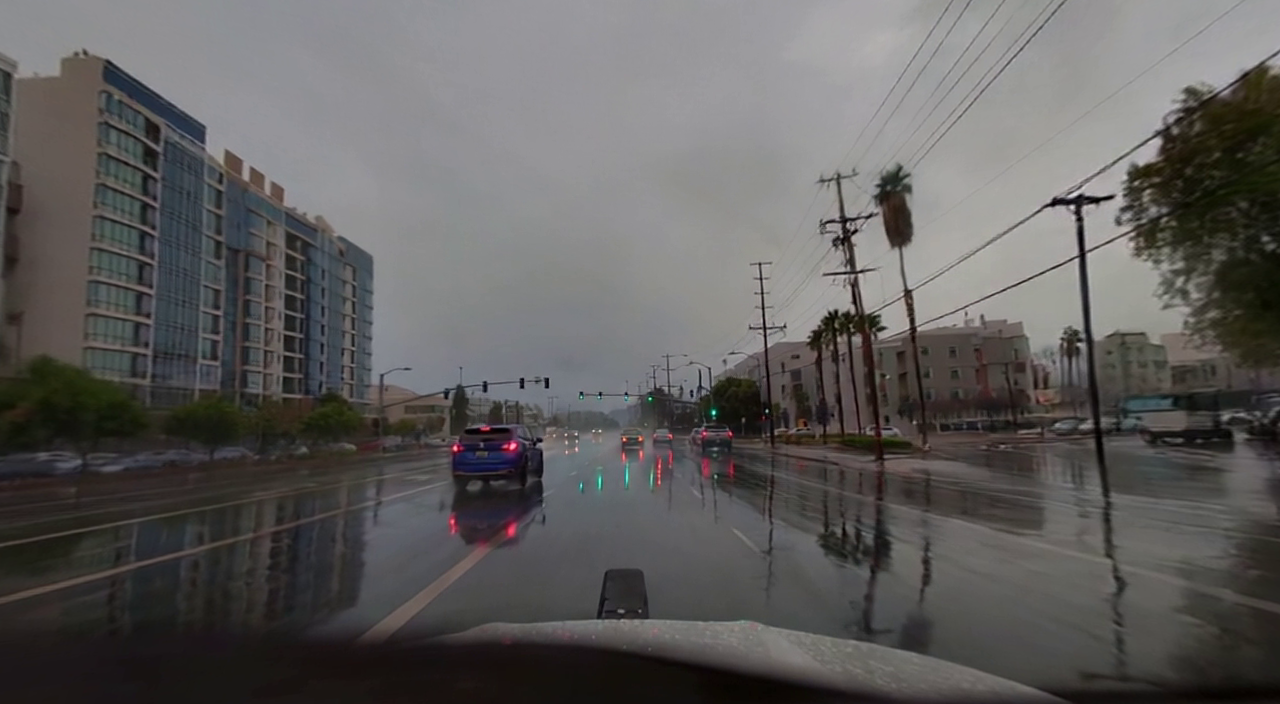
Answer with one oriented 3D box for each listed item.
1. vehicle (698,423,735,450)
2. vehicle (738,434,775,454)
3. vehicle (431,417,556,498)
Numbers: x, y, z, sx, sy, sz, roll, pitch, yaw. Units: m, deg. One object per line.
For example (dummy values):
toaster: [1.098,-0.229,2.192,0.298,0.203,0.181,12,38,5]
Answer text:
vehicle: [5.890,6.677,49.389,2.130,1.979,5.310,0,-8,-1]
vehicle: [8.439,6.726,46.224,1.897,1.390,4.391,0,-8,1]
vehicle: [-3.529,2.660,16.207,2.136,1.779,4.417,0,-8,0]
